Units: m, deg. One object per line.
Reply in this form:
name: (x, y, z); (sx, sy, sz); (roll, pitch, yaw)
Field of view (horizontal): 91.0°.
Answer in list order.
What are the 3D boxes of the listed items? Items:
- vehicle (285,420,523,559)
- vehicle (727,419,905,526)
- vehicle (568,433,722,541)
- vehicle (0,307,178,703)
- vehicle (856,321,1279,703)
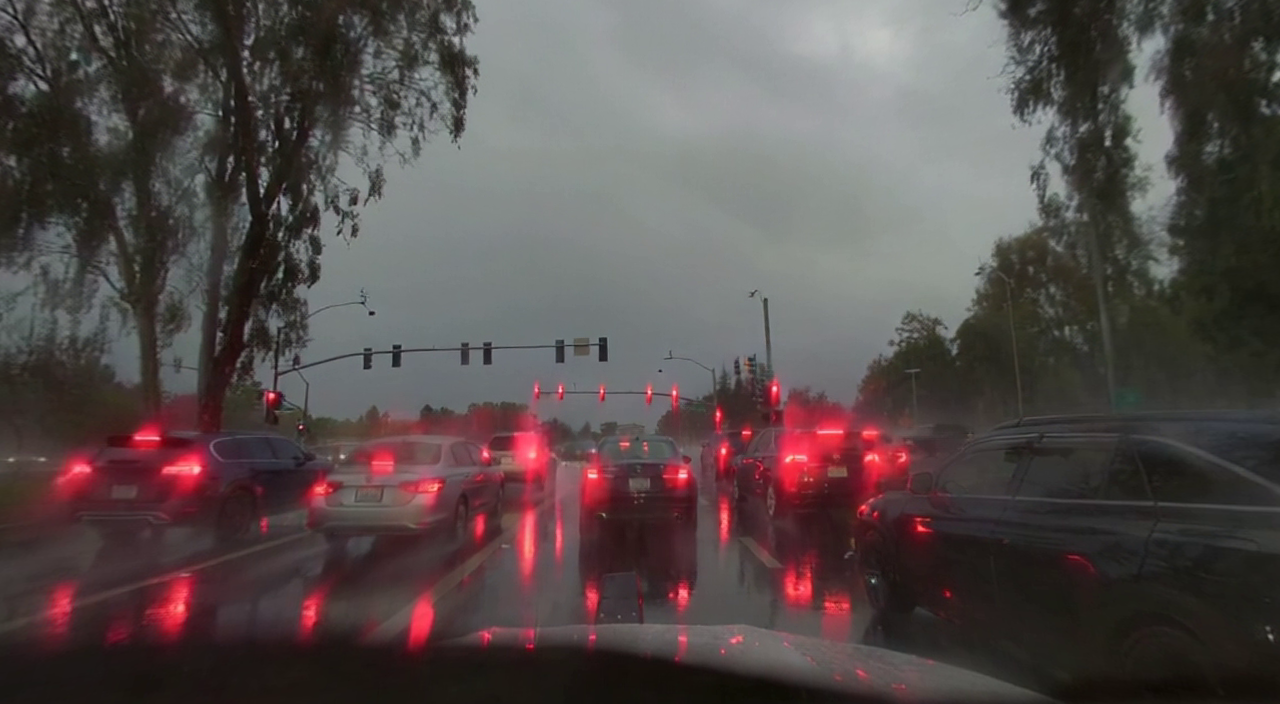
vehicle: (-3.069, 1.876, 9.335); (1.896, 1.546, 4.378); (0, -8, -1)
vehicle: (3.070, 2.201, 12.028); (2.106, 1.667, 4.101); (0, -8, -1)
vehicle: (-0.007, 2.102, 10.427); (2.076, 1.438, 3.770); (0, -8, -2)
vehicle: (-3.210, 0.498, 0.609); (2.079, 1.756, 4.676); (0, -8, -2)
vehicle: (3.145, 0.988, 3.742); (2.074, 1.685, 4.387); (0, -8, -1)
